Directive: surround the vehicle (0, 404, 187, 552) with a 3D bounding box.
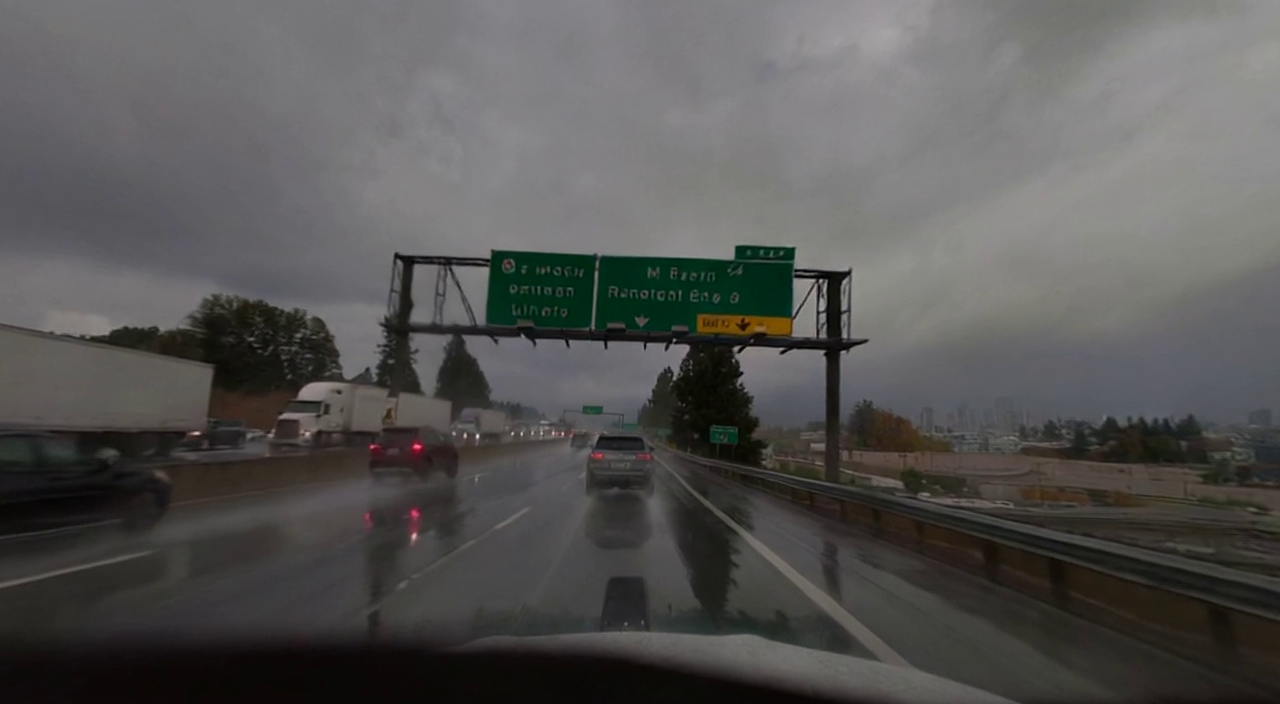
[{"bbox_3d":[-7.728,1.422,7.277,2.088,1.531,3.791,0,-8,1],"label":"vehicle"}]

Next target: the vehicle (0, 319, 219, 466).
[{"bbox_3d":[-18.945,1.294,18.415,2.886,3.979,15.186,0,-8,0],"label":"vehicle"}]

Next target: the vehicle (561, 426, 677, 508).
[{"bbox_3d":[-0.373,2.435,13.881,2.127,1.497,4.445,0,-8,0],"label":"vehicle"}]

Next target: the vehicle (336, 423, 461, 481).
[{"bbox_3d":[-7.688,3.234,20.590,2.325,1.663,4.426,0,-8,0],"label":"vehicle"}]

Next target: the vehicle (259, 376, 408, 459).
[{"bbox_3d":[-15.091,3.512,32.061,3.034,3.627,9.026,0,-8,0],"label":"vehicle"}]
